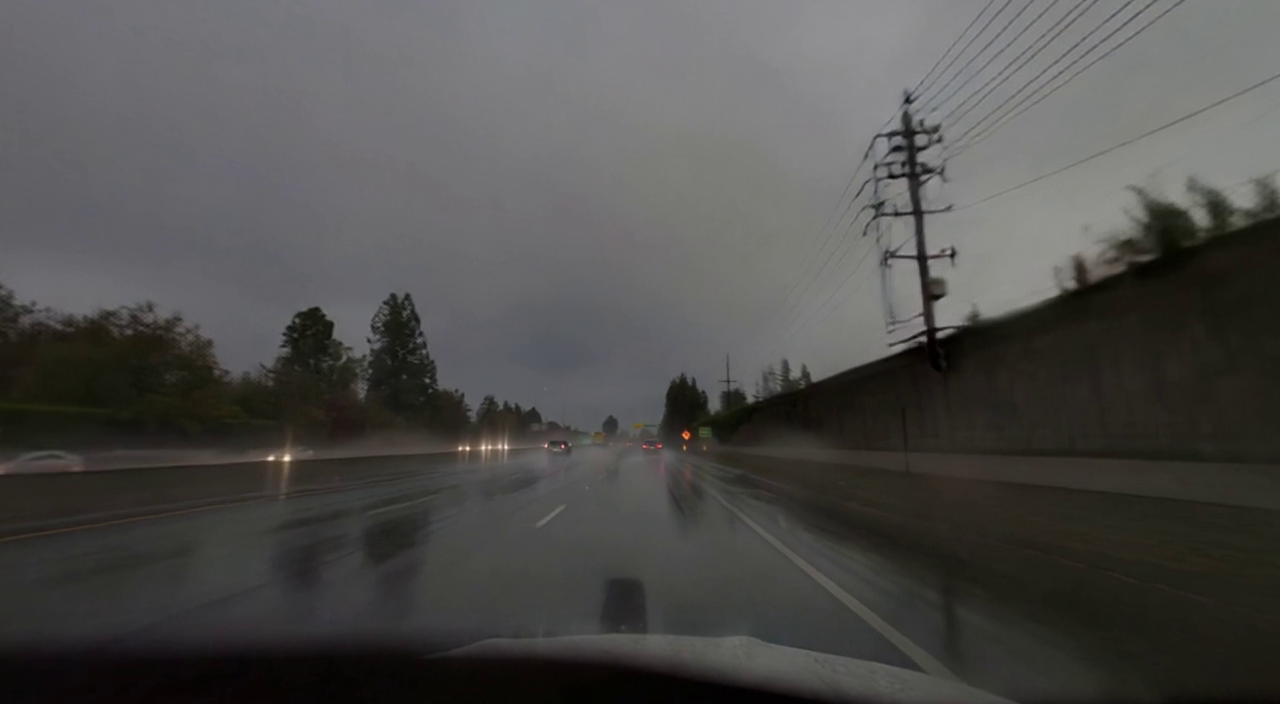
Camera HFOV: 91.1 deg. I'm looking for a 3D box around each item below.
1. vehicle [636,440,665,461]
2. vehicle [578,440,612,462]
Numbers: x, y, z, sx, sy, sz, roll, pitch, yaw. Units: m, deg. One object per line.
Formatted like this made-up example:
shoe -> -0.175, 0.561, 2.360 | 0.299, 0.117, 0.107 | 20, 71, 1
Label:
vehicle -> 0.763, 7.421, 47.433 | 2.057, 1.453, 3.926 | 0, -8, 0
vehicle -> -3.196, 7.137, 45.240 | 2.046, 1.478, 4.111 | 0, -8, 1
